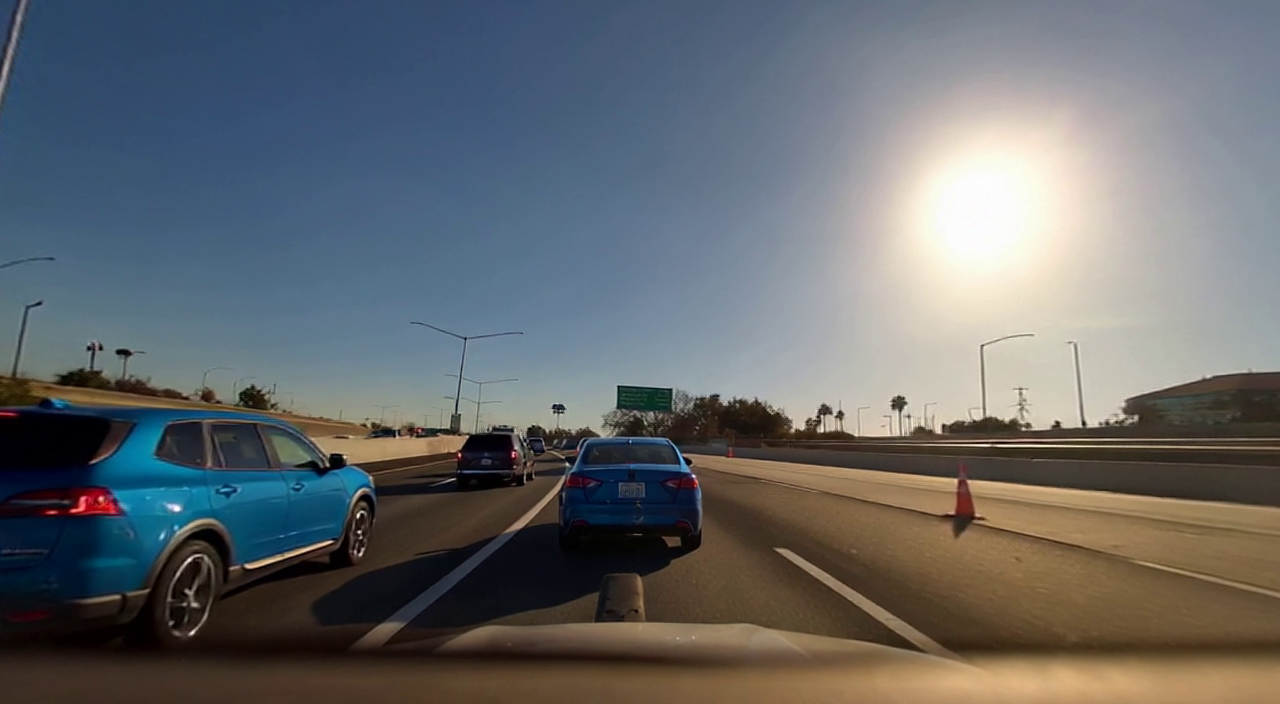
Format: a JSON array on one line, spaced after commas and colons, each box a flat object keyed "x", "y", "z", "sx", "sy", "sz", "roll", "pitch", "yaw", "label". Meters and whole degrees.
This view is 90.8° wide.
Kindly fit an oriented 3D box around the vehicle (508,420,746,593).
[{"x": -0.194, "y": 1.648, "z": 7.575, "sx": 2.069, "sy": 1.484, "sz": 3.982, "roll": 0, "pitch": -9, "yaw": -2, "label": "vehicle"}]

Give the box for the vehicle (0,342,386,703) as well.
[{"x": -3.667, "y": 1.103, "z": 4.563, "sx": 2.025, "sy": 1.708, "sz": 4.089, "roll": 0, "pitch": -9, "yaw": -2, "label": "vehicle"}]

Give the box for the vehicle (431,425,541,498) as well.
[{"x": -3.975, "y": 2.904, "z": 17.091, "sx": 1.982, "sy": 1.727, "sz": 4.057, "roll": 0, "pitch": -9, "yaw": -1, "label": "vehicle"}]
